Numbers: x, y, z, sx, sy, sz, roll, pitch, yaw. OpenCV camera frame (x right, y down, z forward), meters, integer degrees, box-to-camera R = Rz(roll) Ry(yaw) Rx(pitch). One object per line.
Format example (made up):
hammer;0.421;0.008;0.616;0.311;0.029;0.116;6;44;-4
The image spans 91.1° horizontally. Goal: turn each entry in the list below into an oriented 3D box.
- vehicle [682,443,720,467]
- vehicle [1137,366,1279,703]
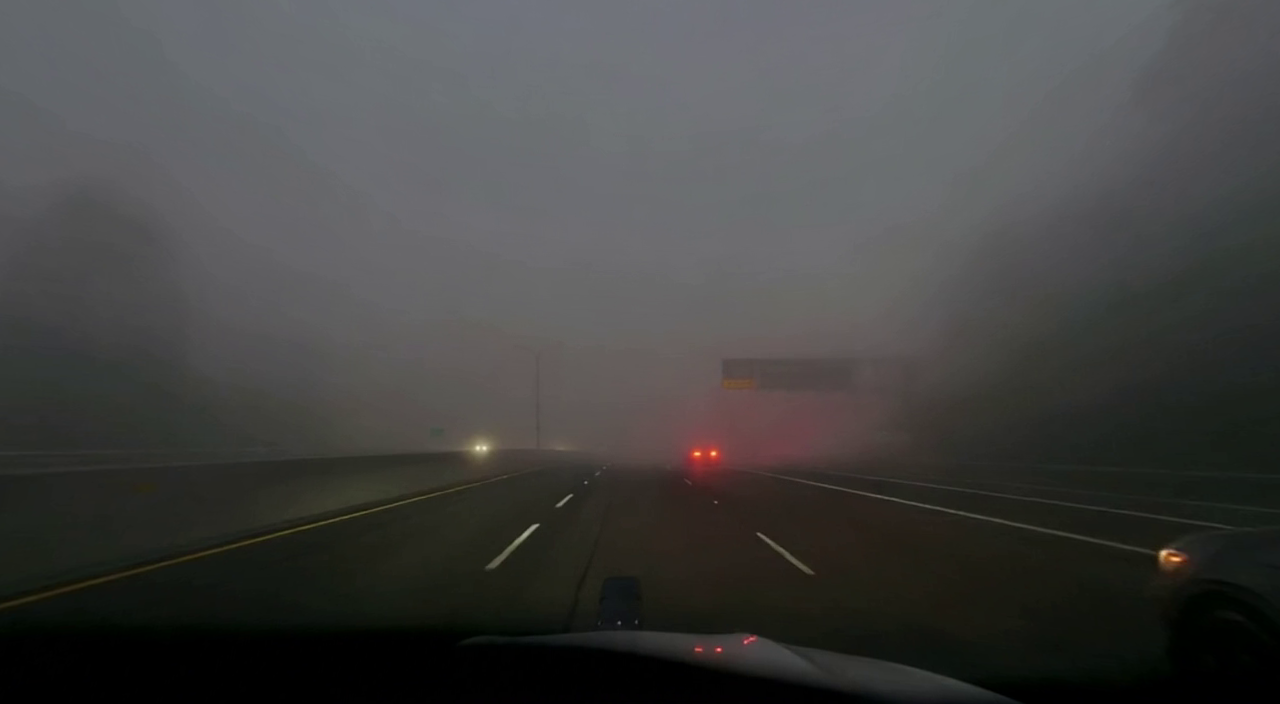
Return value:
vehicle;4.008;6.834;41.796;1.984;1.540;3.973;0;-9;-2
vehicle;3.834;0.641;1.276;2.058;1.613;4.275;0;-9;-1
